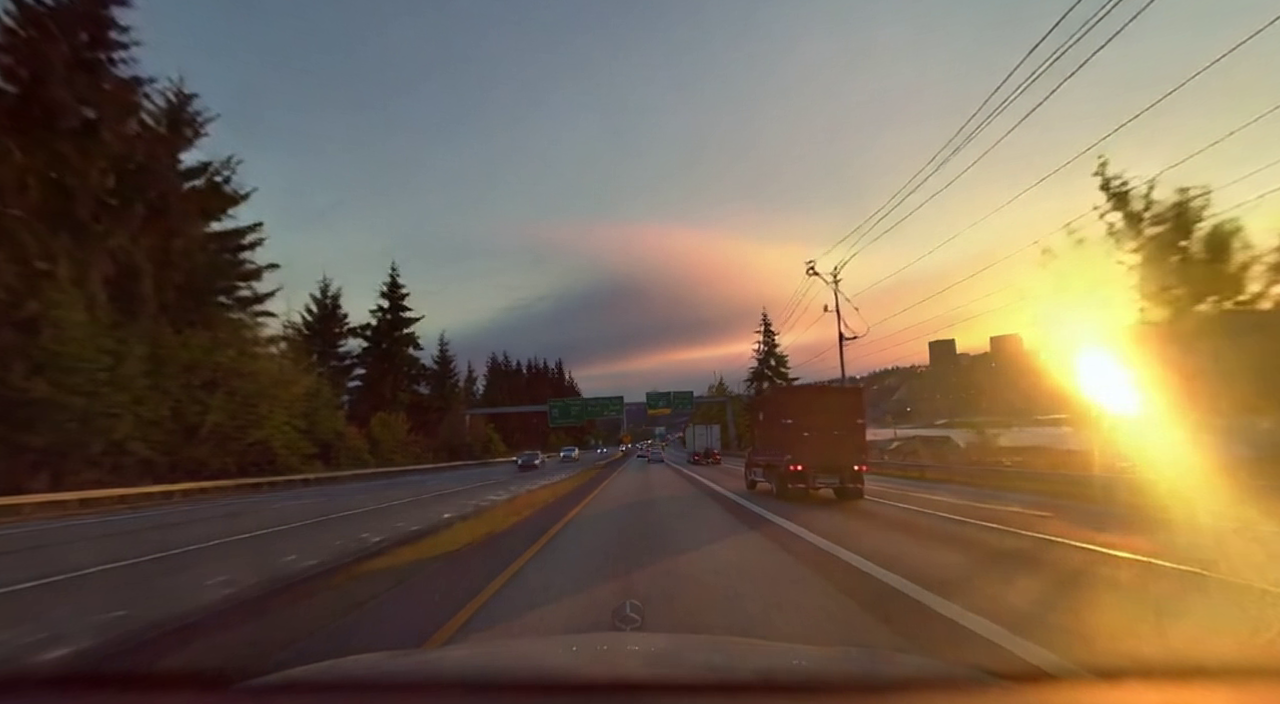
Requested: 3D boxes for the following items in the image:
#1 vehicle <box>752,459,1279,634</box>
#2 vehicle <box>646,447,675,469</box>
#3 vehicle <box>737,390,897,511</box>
[{"bbox_3d":[4.635,2.576,11.346,2.472,1.036,13.239,-1,-9,-2],"label":"vehicle"},{"bbox_3d":[1.435,7.581,45.375,2.049,1.500,3.790,0,-9,1],"label":"vehicle"},{"bbox_3d":[4.555,2.731,17.623,2.569,2.783,5.984,0,-9,-1],"label":"vehicle"}]
